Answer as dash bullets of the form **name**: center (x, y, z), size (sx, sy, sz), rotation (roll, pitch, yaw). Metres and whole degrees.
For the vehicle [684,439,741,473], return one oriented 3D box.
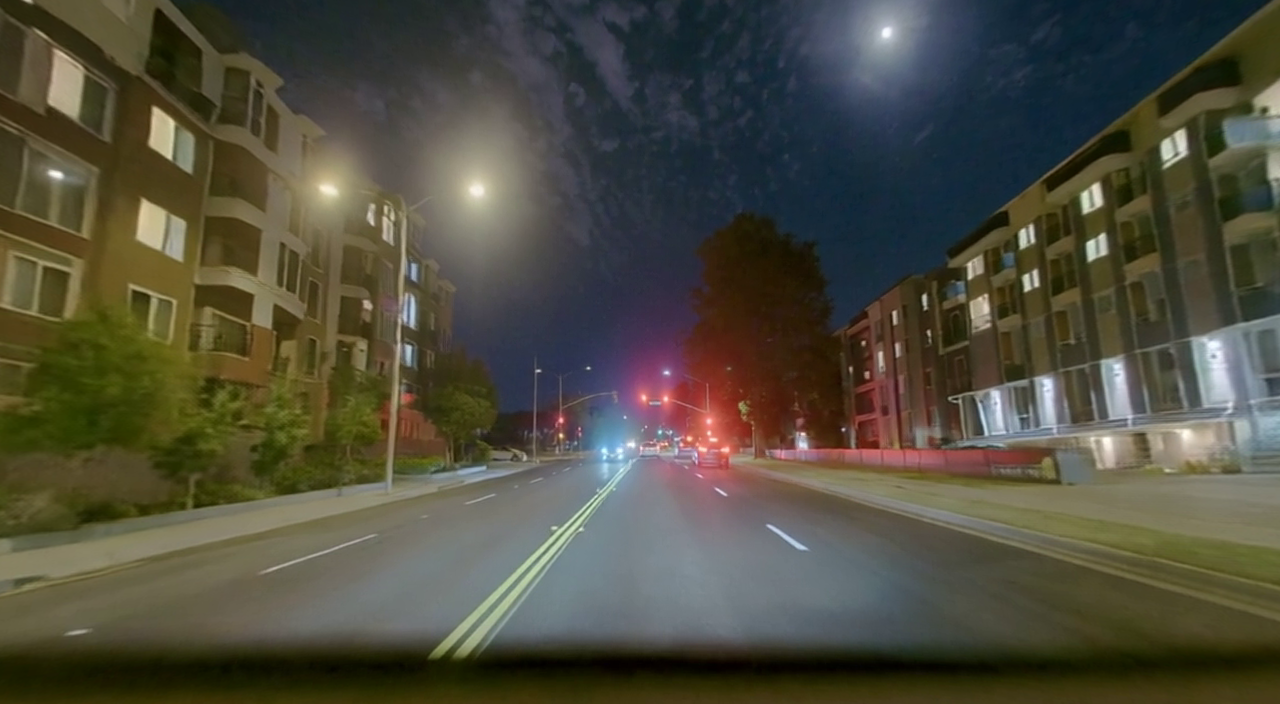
- **vehicle**: center (3.365, 4.964, 30.366), size (2.078, 1.488, 4.741), rotation (0, -9, -1)

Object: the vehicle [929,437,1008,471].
- **vehicle**: center (18.030, 5.618, 34.779), size (1.831, 1.778, 3.787), rotation (1, -9, -9)

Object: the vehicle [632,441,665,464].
- **vehicle**: center (0.547, 6.761, 42.552), size (2.097, 1.463, 4.043), rotation (0, -9, 0)
